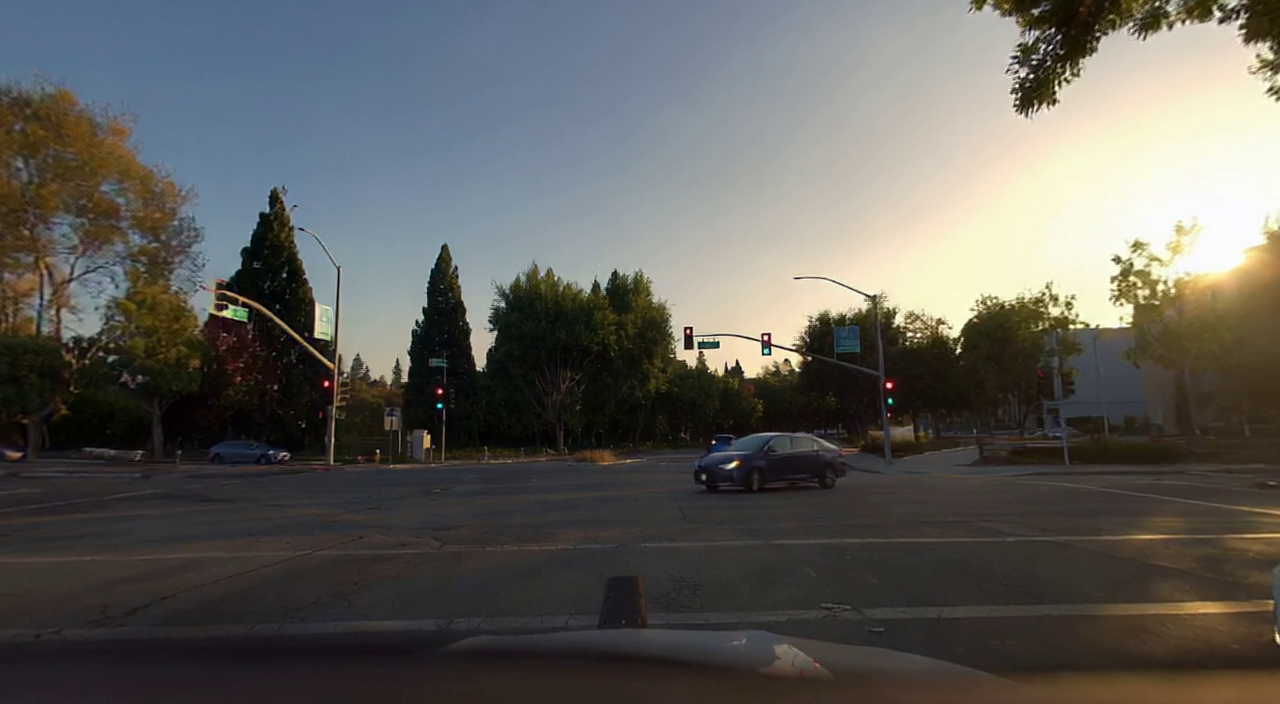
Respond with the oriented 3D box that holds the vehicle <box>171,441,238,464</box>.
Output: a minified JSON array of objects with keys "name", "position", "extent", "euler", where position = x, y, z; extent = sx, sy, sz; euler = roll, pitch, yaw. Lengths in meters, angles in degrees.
[{"name":"vehicle","position":[-29.108,6.697,42.047],"extent":[1.696,1.431,3.686],"euler":[0,-8,3]}]

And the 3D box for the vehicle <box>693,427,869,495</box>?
[{"name":"vehicle","position":[4.086,3.119,18.357],"extent":[4.580,1.768,2.134],"euler":[3,-9,-22]}]
